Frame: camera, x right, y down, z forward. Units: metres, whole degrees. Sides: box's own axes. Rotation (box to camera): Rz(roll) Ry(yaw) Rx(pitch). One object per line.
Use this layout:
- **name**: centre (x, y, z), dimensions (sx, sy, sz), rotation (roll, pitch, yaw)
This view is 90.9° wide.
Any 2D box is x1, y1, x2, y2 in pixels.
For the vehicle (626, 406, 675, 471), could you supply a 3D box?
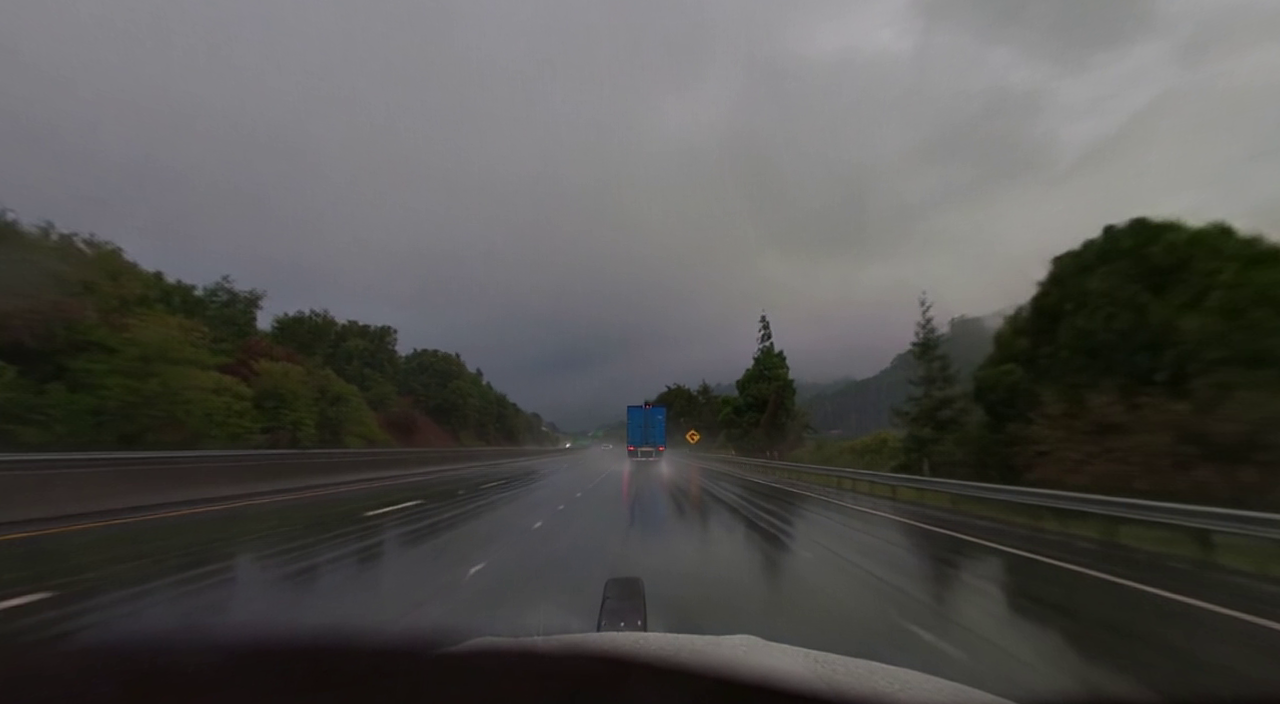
- **vehicle**: centre (0.569, 6.290, 45.057), dimensions (3.055, 4.009, 10.972), rotation (0, -9, -1)
